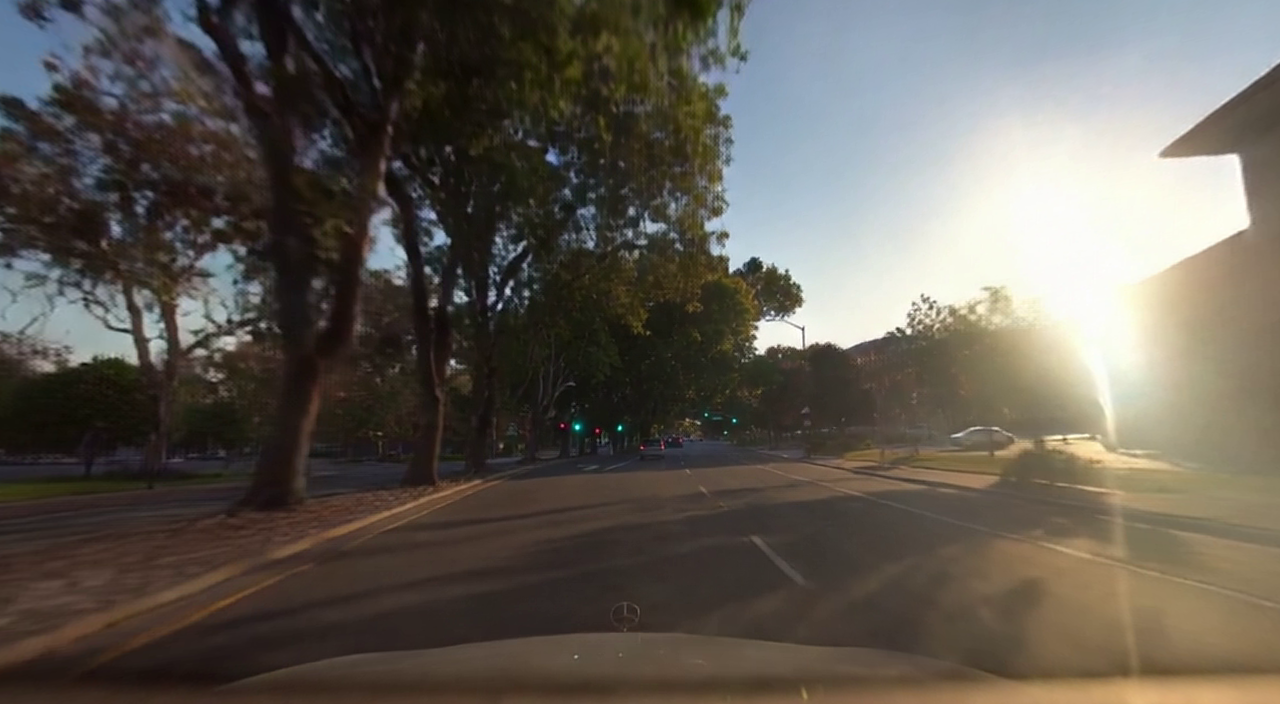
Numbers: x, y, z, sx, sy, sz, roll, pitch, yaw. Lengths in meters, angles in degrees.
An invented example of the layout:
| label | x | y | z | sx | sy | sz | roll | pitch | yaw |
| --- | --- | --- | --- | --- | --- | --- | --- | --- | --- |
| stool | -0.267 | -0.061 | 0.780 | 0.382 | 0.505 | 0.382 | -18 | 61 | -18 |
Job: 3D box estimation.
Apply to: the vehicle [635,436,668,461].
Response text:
| label | x | y | z | sx | sy | sz | roll | pitch | yaw |
| --- | --- | --- | --- | --- | --- | --- | --- | --- | --- |
| vehicle | 0.848 | 6.551 | 43.020 | 2.037 | 1.568 | 3.693 | -1 | -8 | 4 |
